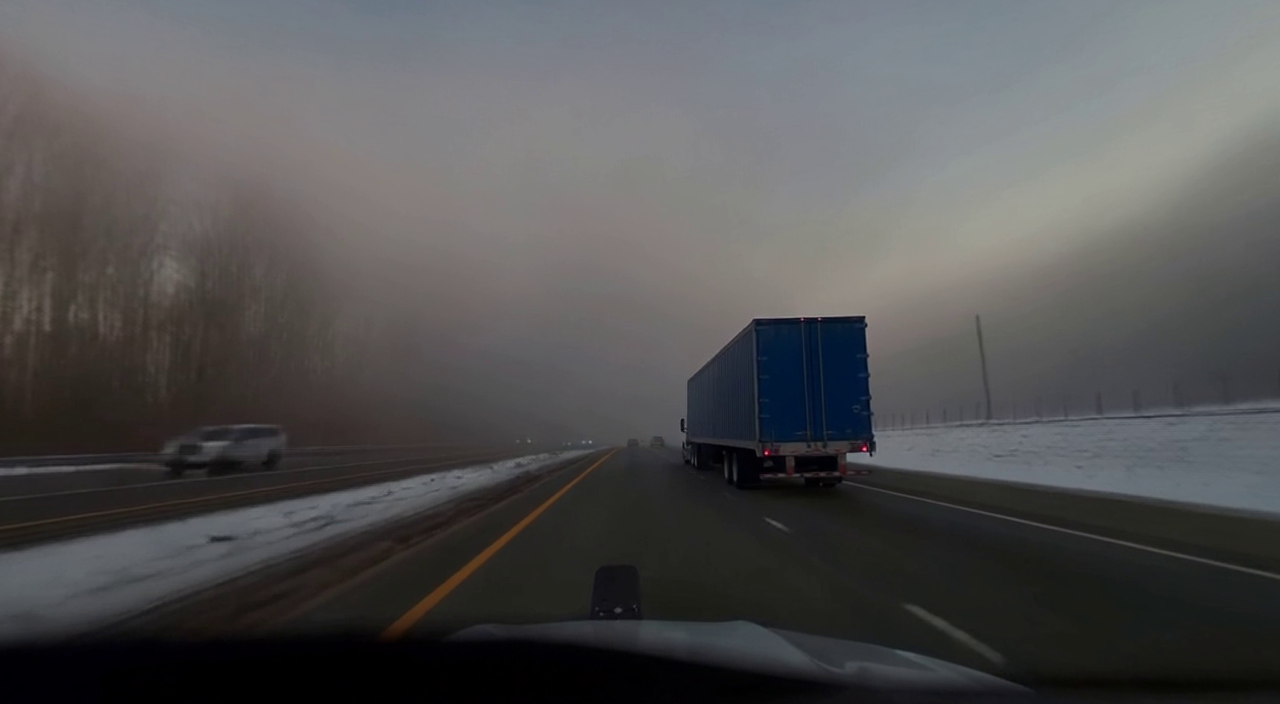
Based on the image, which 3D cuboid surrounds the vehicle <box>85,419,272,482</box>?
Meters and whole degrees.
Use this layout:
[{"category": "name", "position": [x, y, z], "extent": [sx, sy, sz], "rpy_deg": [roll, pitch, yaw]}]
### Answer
[{"category": "vehicle", "position": [-12.741, 2.741, 17.813], "extent": [1.932, 1.537, 4.480], "rpy_deg": [0, -8, -1]}]

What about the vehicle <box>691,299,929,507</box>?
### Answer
[{"category": "vehicle", "position": [4.136, 2.142, 21.405], "extent": [3.203, 4.273, 17.131], "rpy_deg": [0, -8, -1]}]
